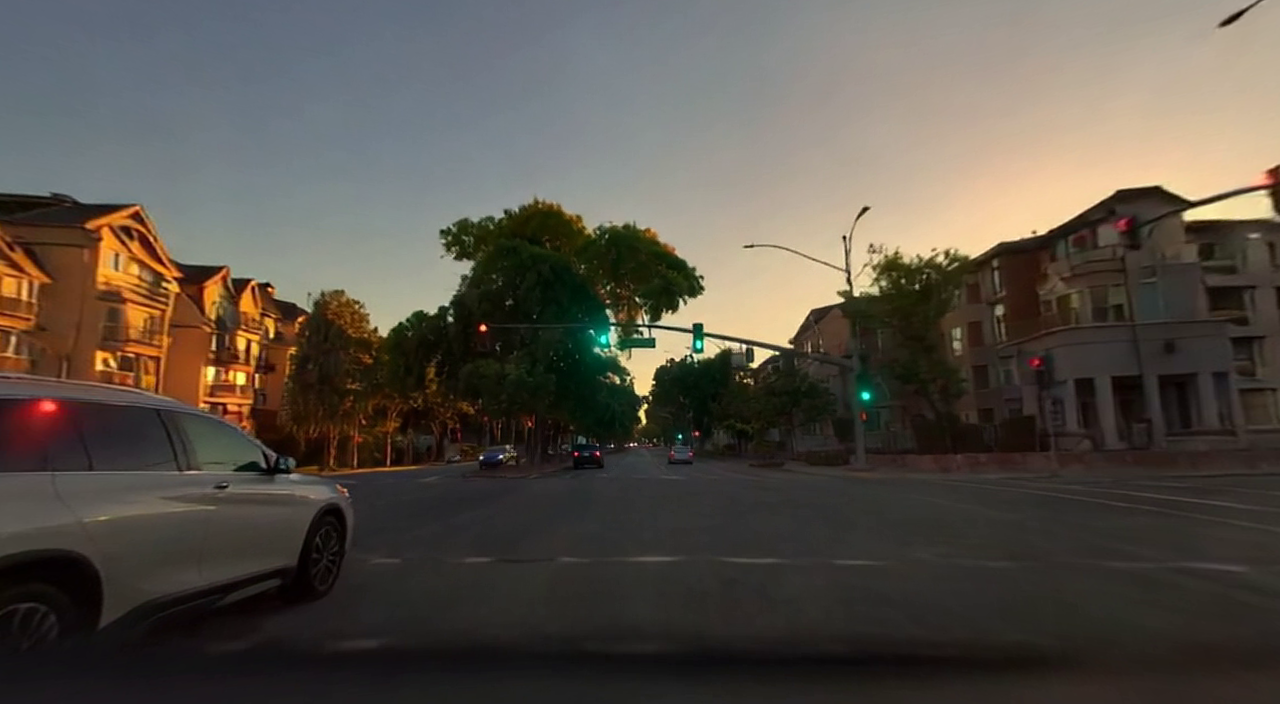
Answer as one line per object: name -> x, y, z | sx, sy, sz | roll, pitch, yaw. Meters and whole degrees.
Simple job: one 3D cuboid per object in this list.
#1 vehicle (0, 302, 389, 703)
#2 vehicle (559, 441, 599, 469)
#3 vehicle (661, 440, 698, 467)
vehicle -> -3.860, 1.002, 4.158 | 2.225, 1.984, 5.168 | 0, -8, 1
vehicle -> -3.822, 6.534, 40.151 | 2.083, 1.685, 4.069 | 0, -8, 1
vehicle -> 2.574, 6.744, 42.120 | 2.018, 1.719, 4.369 | 0, -8, -1
